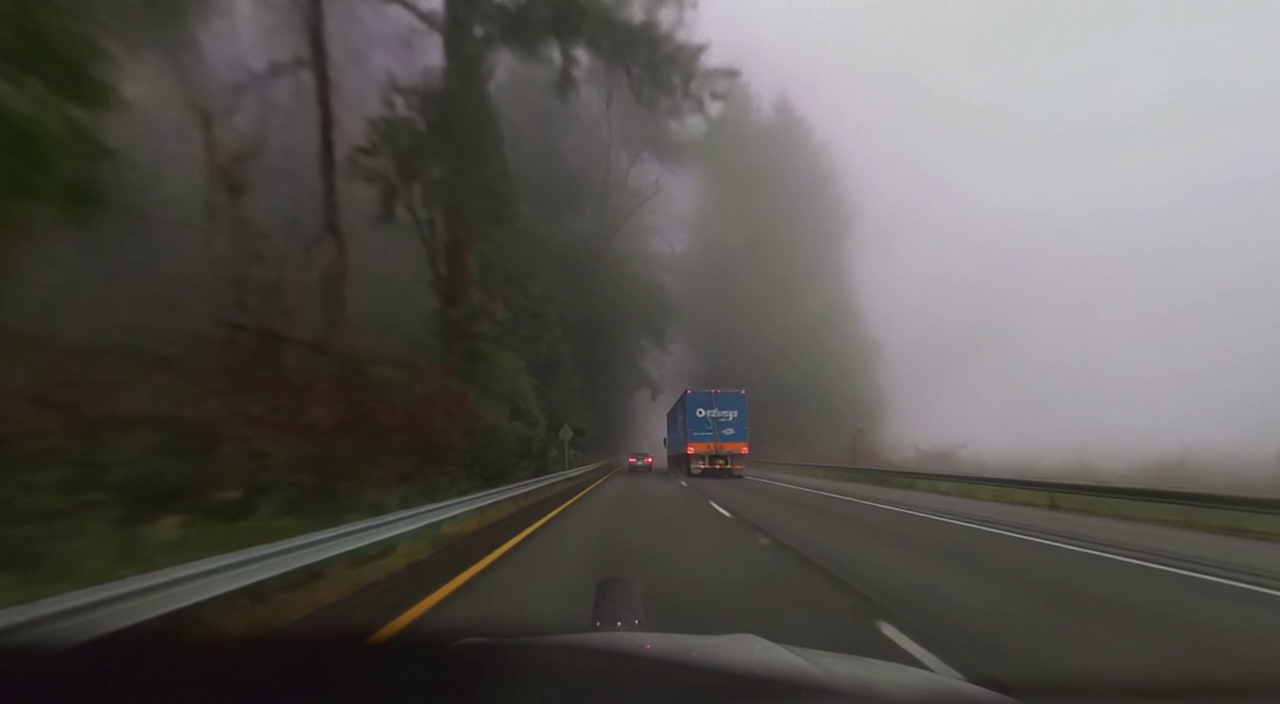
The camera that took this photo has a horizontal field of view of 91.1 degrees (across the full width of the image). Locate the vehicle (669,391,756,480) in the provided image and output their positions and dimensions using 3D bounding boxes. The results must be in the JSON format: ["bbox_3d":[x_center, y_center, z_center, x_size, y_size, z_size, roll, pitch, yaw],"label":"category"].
[{"bbox_3d":[3.655,4.772,35.125,3.440,4.090,11.380,-1,-9,0],"label":"vehicle"}]
